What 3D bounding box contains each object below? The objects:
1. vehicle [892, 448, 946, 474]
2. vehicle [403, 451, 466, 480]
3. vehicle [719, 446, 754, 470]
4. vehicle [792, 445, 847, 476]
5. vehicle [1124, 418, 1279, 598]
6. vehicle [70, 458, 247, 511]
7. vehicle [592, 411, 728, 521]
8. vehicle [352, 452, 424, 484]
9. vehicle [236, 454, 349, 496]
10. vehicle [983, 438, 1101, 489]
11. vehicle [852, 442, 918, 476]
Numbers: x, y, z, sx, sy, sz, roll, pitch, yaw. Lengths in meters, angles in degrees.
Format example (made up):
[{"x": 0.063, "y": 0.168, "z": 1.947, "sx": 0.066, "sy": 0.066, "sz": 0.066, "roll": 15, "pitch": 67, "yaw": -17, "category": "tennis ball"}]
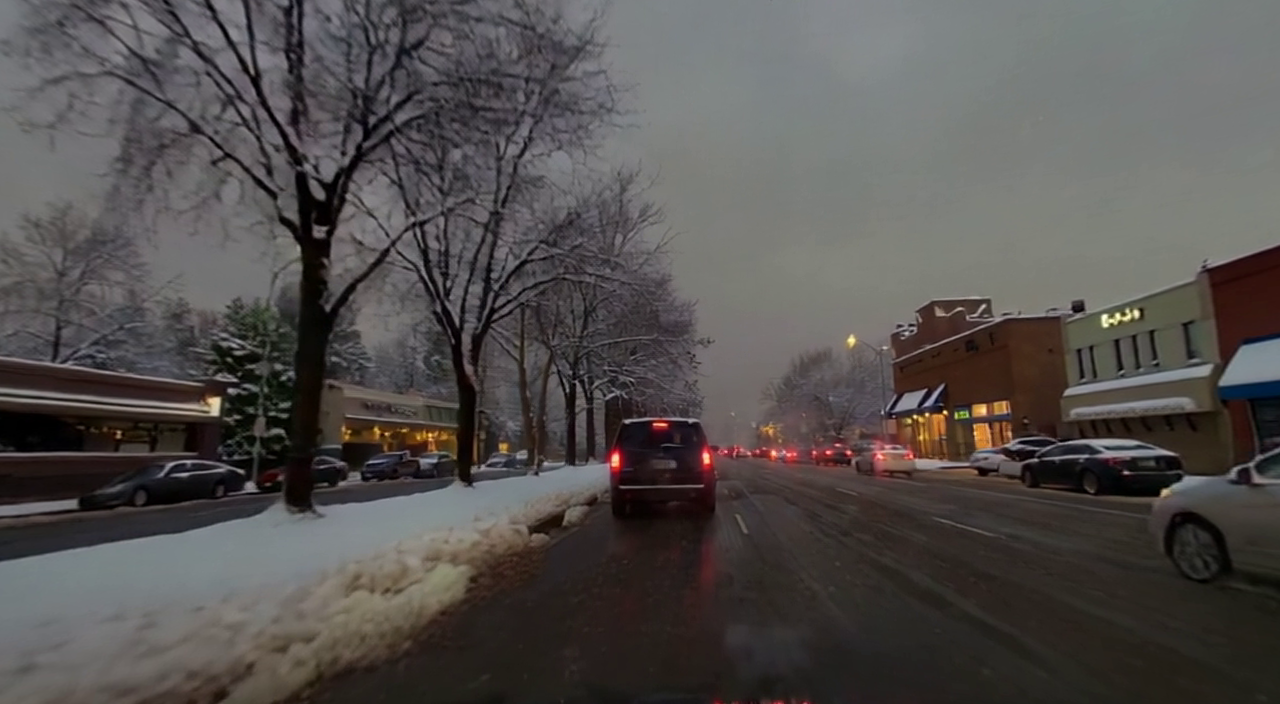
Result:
[{"x": 16.982, "y": 6.621, "z": 38.588, "sx": 1.916, "sy": 1.452, "sz": 3.811, "roll": 0, "pitch": -9, "yaw": 6, "category": "vehicle"}, {"x": -12.746, "y": 7.026, "z": 39.464, "sx": 1.921, "sy": 1.621, "sz": 4.930, "roll": -1, "pitch": -8, "yaw": 5, "category": "vehicle"}, {"x": 7.042, "y": 7.773, "z": 46.354, "sx": 2.249, "sy": 1.621, "sz": 3.978, "roll": -1, "pitch": -8, "yaw": 5, "category": "vehicle"}, {"x": 9.300, "y": 5.637, "z": 33.060, "sx": 1.886, "sy": 1.464, "sz": 4.290, "roll": -1, "pitch": -8, "yaw": 4, "category": "vehicle"}, {"x": 6.404, "y": 1.247, "z": 4.776, "sx": 1.928, "sy": 1.529, "sz": 4.917, "roll": -1, "pitch": -8, "yaw": 5, "category": "vehicle"}, {"x": -14.766, "y": 4.054, "z": 19.710, "sx": 1.797, "sy": 1.351, "sz": 4.300, "roll": -1, "pitch": -8, "yaw": 7, "category": "vehicle"}, {"x": 0.576, "y": 2.297, "z": 13.238, "sx": 2.344, "sy": 1.863, "sz": 4.665, "roll": -1, "pitch": -8, "yaw": 6, "category": "vehicle"}, {"x": -13.436, "y": 6.179, "z": 33.888, "sx": 1.947, "sy": 1.558, "sz": 4.065, "roll": -1, "pitch": -8, "yaw": 4, "category": "vehicle"}, {"x": -14.034, "y": 4.966, "z": 25.844, "sx": 1.877, "sy": 1.445, "sz": 4.436, "roll": -1, "pitch": -8, "yaw": 4, "category": "vehicle"}, {"x": 15.250, "y": 4.208, "z": 24.265, "sx": 1.938, "sy": 1.755, "sz": 4.415, "roll": -1, "pitch": -8, "yaw": 5, "category": "vehicle"}, {"x": 13.255, "y": 5.796, "z": 34.441, "sx": 2.040, "sy": 1.738, "sz": 4.414, "roll": -1, "pitch": -8, "yaw": 4, "category": "vehicle"}]
